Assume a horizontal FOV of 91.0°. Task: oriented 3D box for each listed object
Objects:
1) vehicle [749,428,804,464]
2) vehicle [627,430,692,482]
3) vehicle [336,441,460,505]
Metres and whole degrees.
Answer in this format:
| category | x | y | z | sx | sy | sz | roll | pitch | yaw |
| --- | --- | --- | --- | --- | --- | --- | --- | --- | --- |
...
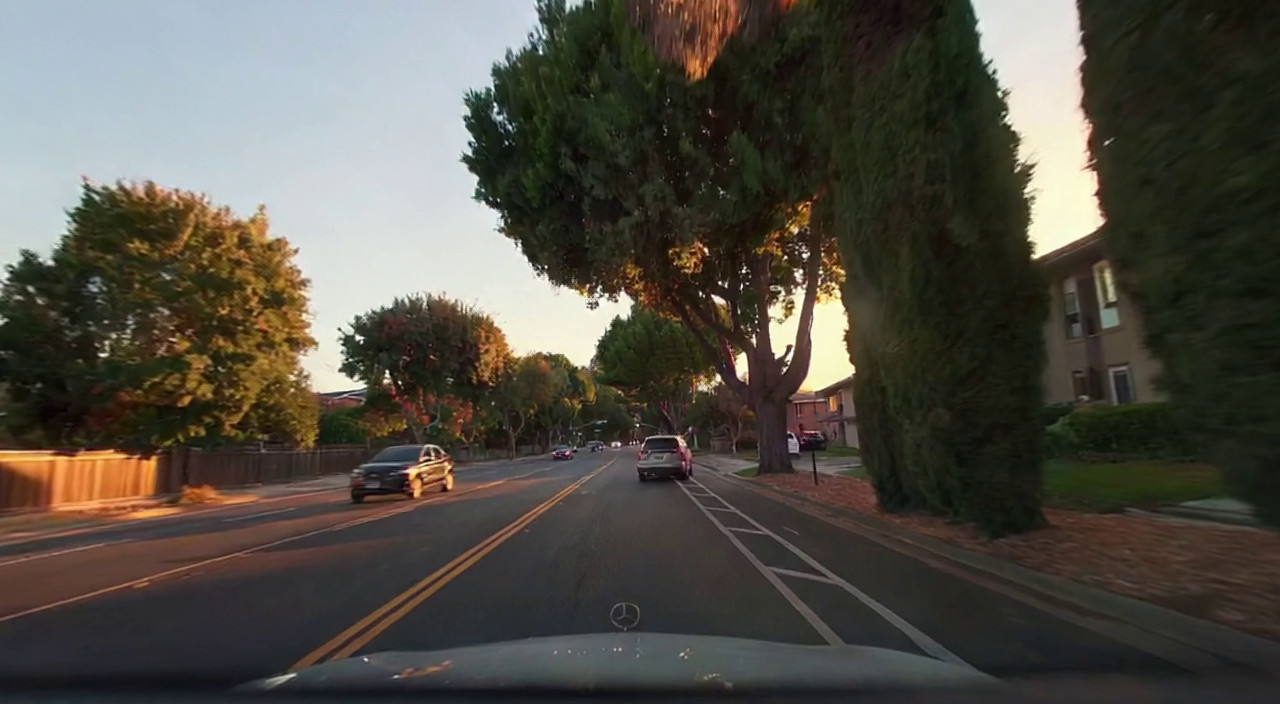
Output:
| category | x | y | z | sx | sy | sz | roll | pitch | yaw |
| --- | --- | --- | --- | --- | --- | --- | --- | --- | --- |
| vehicle | 8.222 | 5.770 | 38.376 | 2.007 | 1.803 | 4.835 | -5 | -9 | -2 |
| vehicle | 0.883 | 4.179 | 25.513 | 2.268 | 1.862 | 4.724 | -1 | -8 | 6 |
| vehicle | -7.116 | 3.564 | 19.073 | 1.972 | 1.703 | 4.423 | 0 | -8 | 0 |
